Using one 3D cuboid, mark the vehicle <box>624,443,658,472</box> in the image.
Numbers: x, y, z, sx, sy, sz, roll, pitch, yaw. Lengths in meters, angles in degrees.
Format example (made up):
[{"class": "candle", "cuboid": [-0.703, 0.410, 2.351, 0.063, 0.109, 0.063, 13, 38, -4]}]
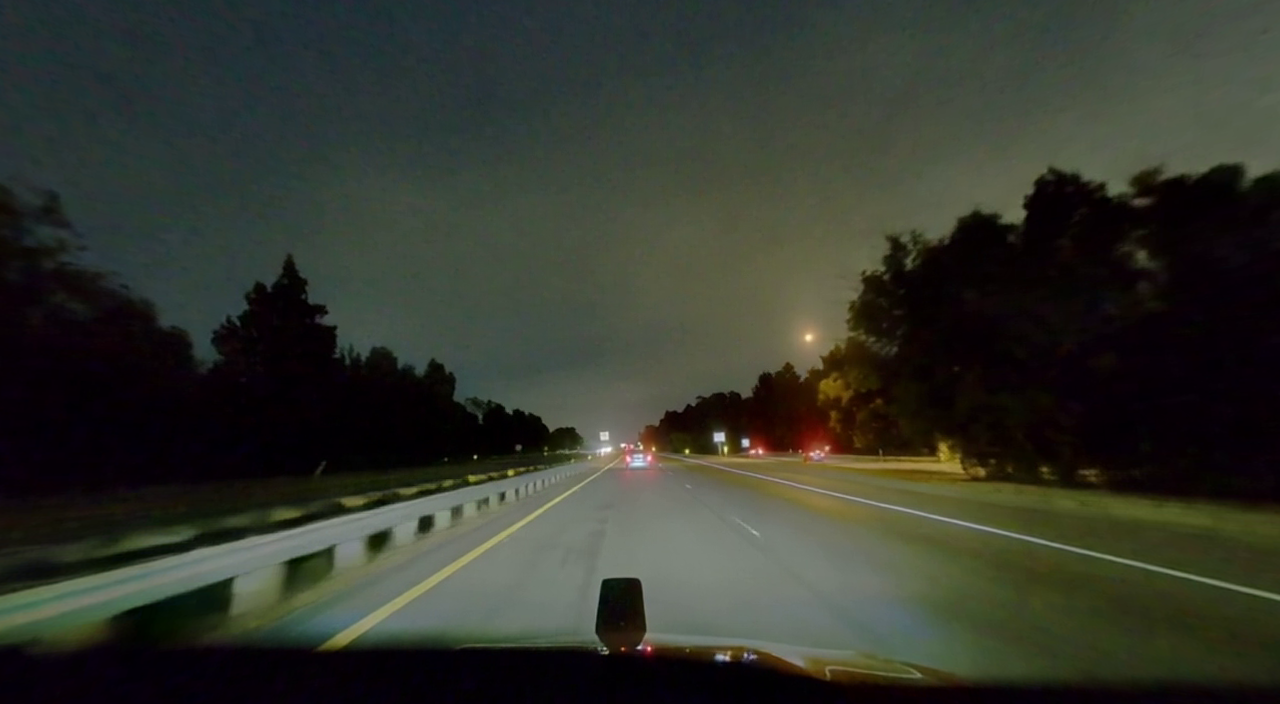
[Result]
[{"class": "vehicle", "cuboid": [0.019, 6.475, 38.853, 1.987, 1.658, 3.620, 0, -9, -1]}]
